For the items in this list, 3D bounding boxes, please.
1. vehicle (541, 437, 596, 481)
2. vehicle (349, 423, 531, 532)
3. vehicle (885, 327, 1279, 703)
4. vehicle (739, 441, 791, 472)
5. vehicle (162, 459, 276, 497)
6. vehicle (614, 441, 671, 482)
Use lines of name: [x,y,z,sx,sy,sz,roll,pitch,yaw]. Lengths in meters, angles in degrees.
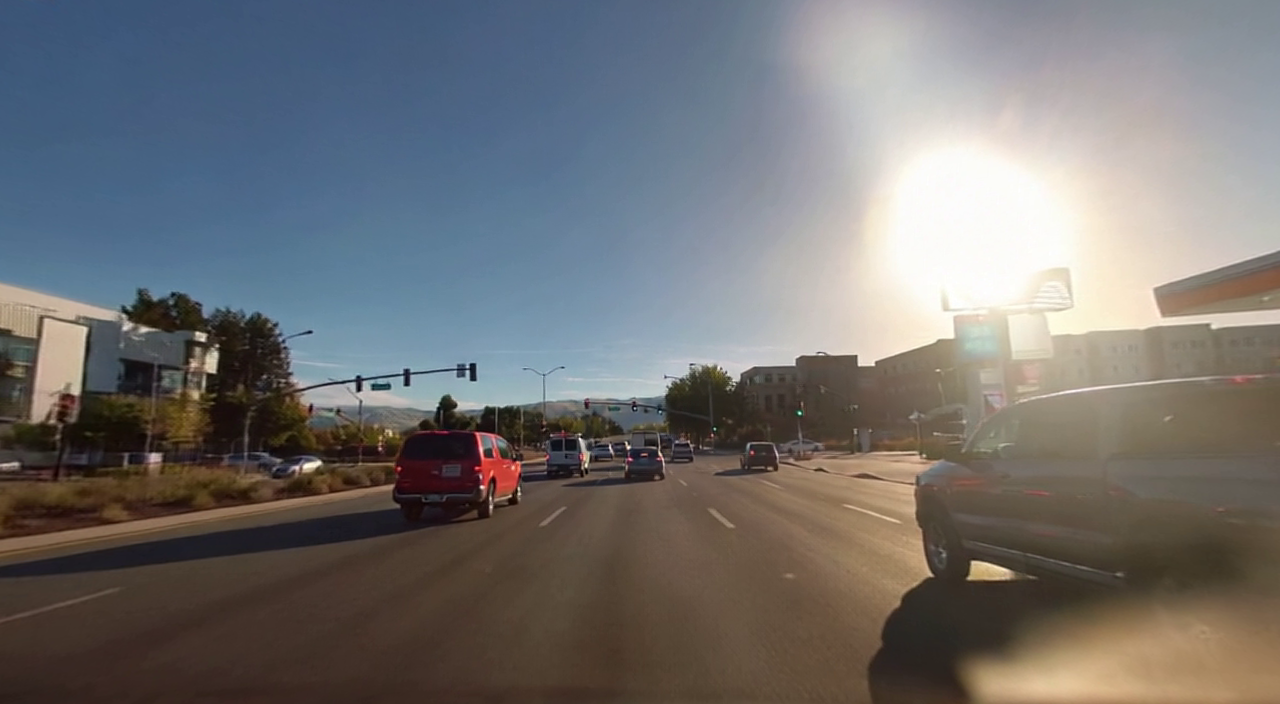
vehicle: [-3.345,5.124,30.449,2.025,1.936,4.995,0,-9,1]
vehicle: [-3.714,2.438,12.856,2.002,1.747,5.173,0,-9,0]
vehicle: [3.674,1.046,4.238,2.055,1.786,4.817,0,-9,0]
vehicle: [7.189,6.047,36.506,2.119,1.696,4.623,0,-9,1]
vehicle: [-19.734,5.893,29.771,2.324,1.551,4.965,1,-9,-6]
vehicle: [0.096,5.047,29.427,2.426,1.703,5.602,0,-9,0]
